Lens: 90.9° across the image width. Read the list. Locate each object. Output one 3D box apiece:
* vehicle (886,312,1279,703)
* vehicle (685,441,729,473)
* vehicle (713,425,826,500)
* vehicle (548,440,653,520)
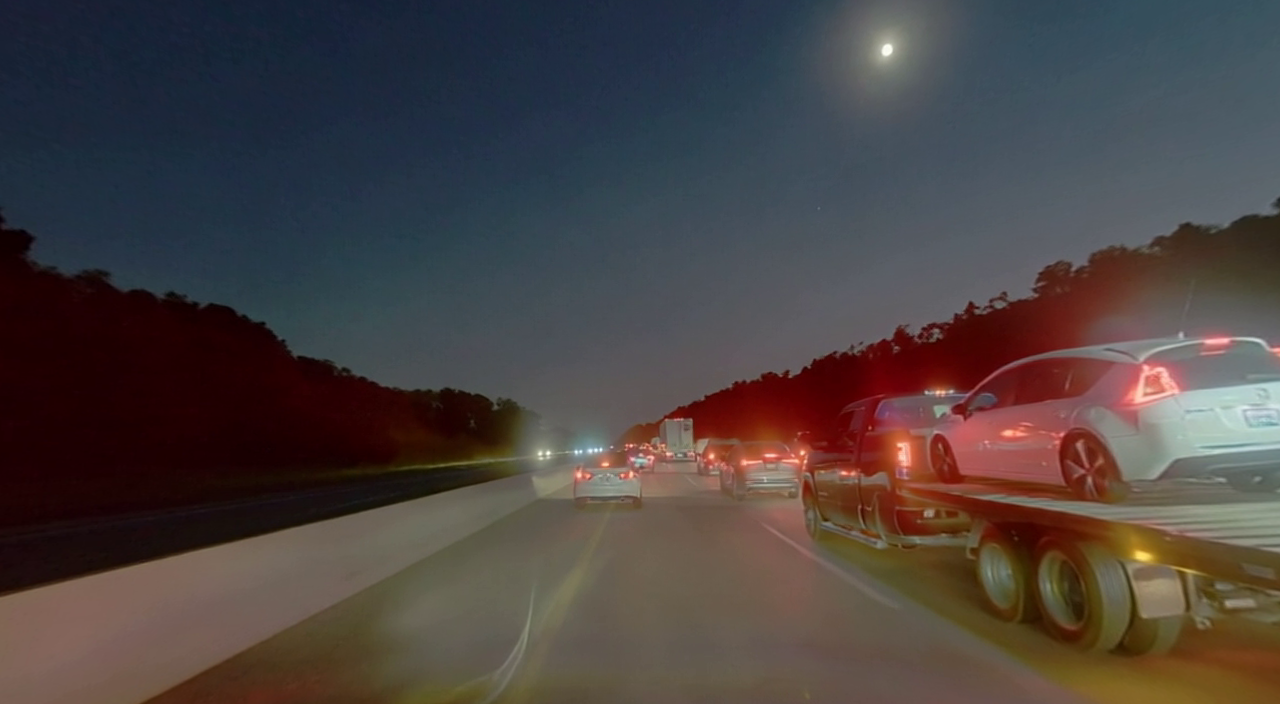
[{"bbox_3d":[3.438,0.981,3.926,1.959,1.783,4.407,0,-9,-1],"label":"vehicle"},{"bbox_3d":[3.738,5.940,35.834,1.938,1.660,4.223,0,-9,-1],"label":"vehicle"},{"bbox_3d":[3.536,3.115,18.056,2.303,1.889,3.920,0,-9,-1],"label":"vehicle"},{"bbox_3d":[-0.732,2.707,13.765,1.991,1.466,3.675,0,-9,0],"label":"vehicle"}]
